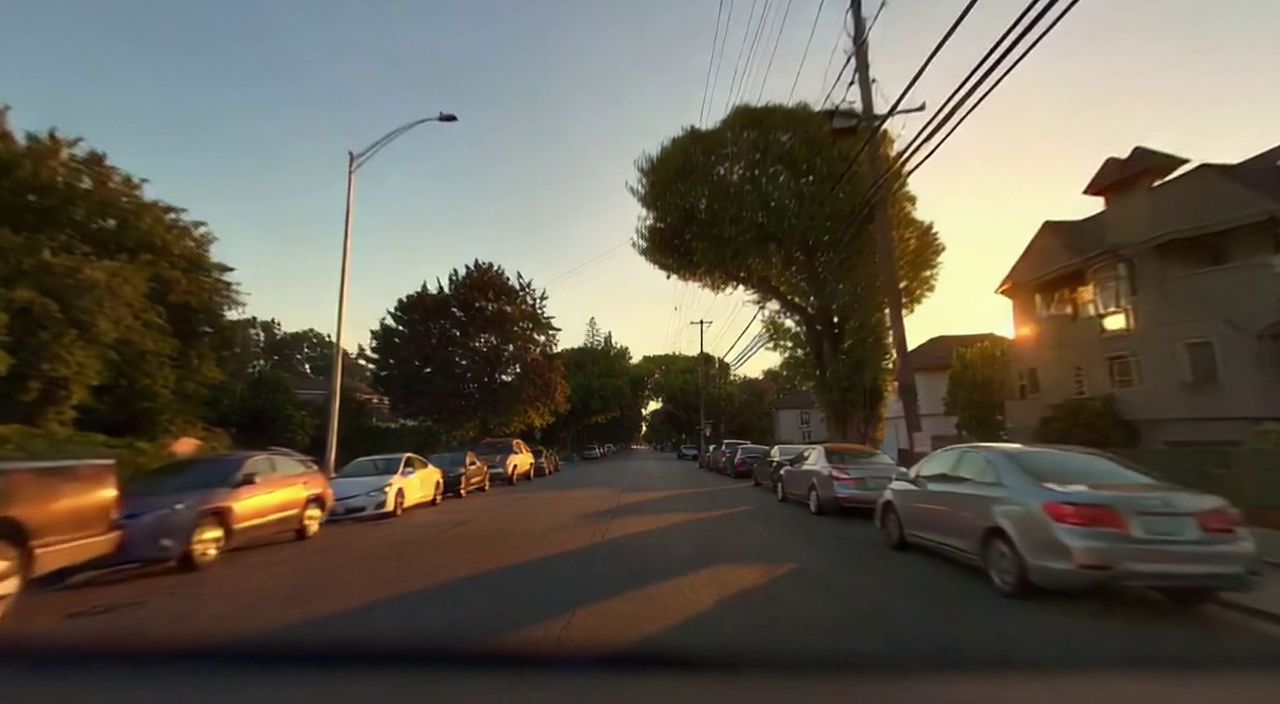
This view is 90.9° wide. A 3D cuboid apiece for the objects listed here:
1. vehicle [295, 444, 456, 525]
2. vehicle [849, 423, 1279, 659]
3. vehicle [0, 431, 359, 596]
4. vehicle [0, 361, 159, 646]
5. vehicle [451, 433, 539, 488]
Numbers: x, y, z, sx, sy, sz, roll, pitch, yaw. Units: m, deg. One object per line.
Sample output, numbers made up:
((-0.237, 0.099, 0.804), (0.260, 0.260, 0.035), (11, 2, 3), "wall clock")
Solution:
((-5.724, 2.873, 14.324), (1.752, 1.494, 4.274), (0, -8, 1), "vehicle")
((4.007, 1.594, 6.575), (1.871, 1.522, 4.746), (0, -9, -2), "vehicle")
((-5.867, 1.962, 8.796), (1.818, 1.683, 4.364), (0, -7, 1), "vehicle")
((-5.776, 0.850, 2.847), (2.384, 1.992, 5.965), (-2, -9, 2), "vehicle")
((-5.583, 4.241, 25.085), (2.052, 1.916, 5.084), (0, -8, 3), "vehicle")
